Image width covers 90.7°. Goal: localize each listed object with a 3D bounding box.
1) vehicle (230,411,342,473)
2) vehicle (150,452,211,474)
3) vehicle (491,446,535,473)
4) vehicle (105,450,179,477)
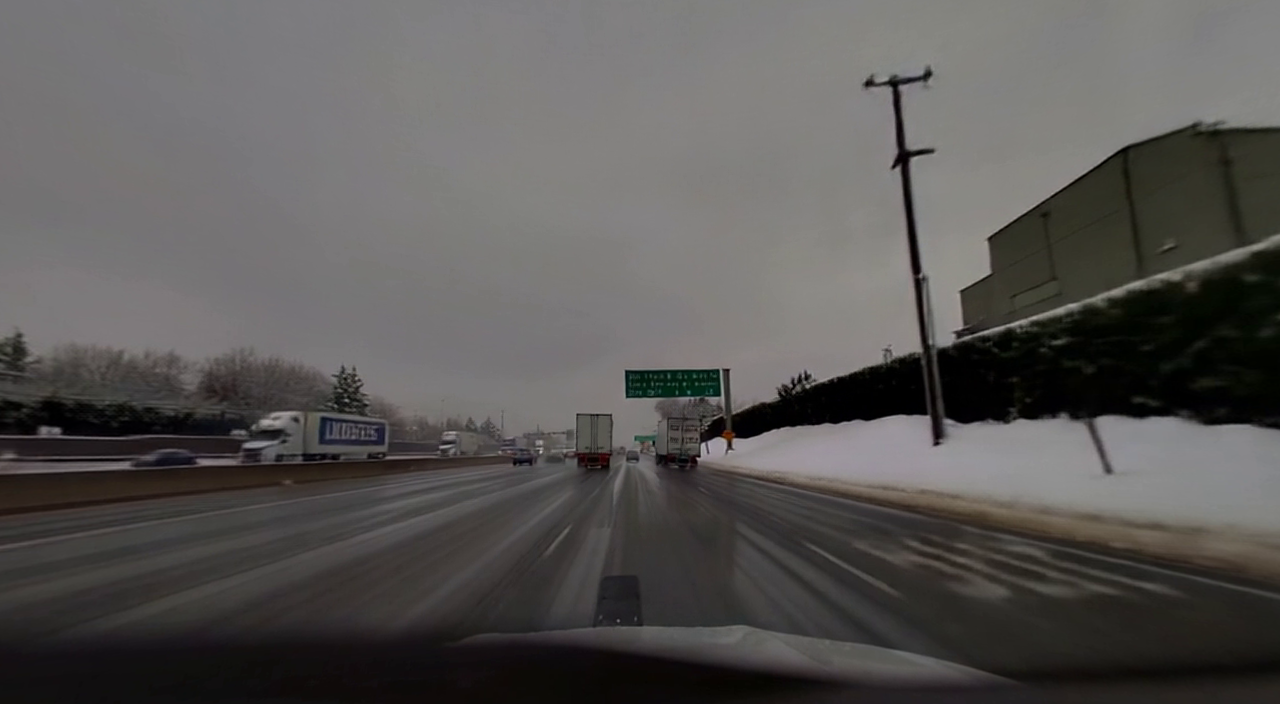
[{"bbox_3d":[-23.645,6.127,42.950,3.008,3.765,8.086,0,-9,-1],"label":"vehicle"},{"bbox_3d":[-30.432,7.356,42.012,1.517,1.361,3.423,0,-9,-2],"label":"vehicle"},{"bbox_3d":[-8.164,6.929,40.979,2.132,1.679,4.045,0,-9,-3],"label":"vehicle"},{"bbox_3d":[-26.958,6.015,34.350,1.447,1.339,3.236,-1,-9,-2],"label":"vehicle"}]
